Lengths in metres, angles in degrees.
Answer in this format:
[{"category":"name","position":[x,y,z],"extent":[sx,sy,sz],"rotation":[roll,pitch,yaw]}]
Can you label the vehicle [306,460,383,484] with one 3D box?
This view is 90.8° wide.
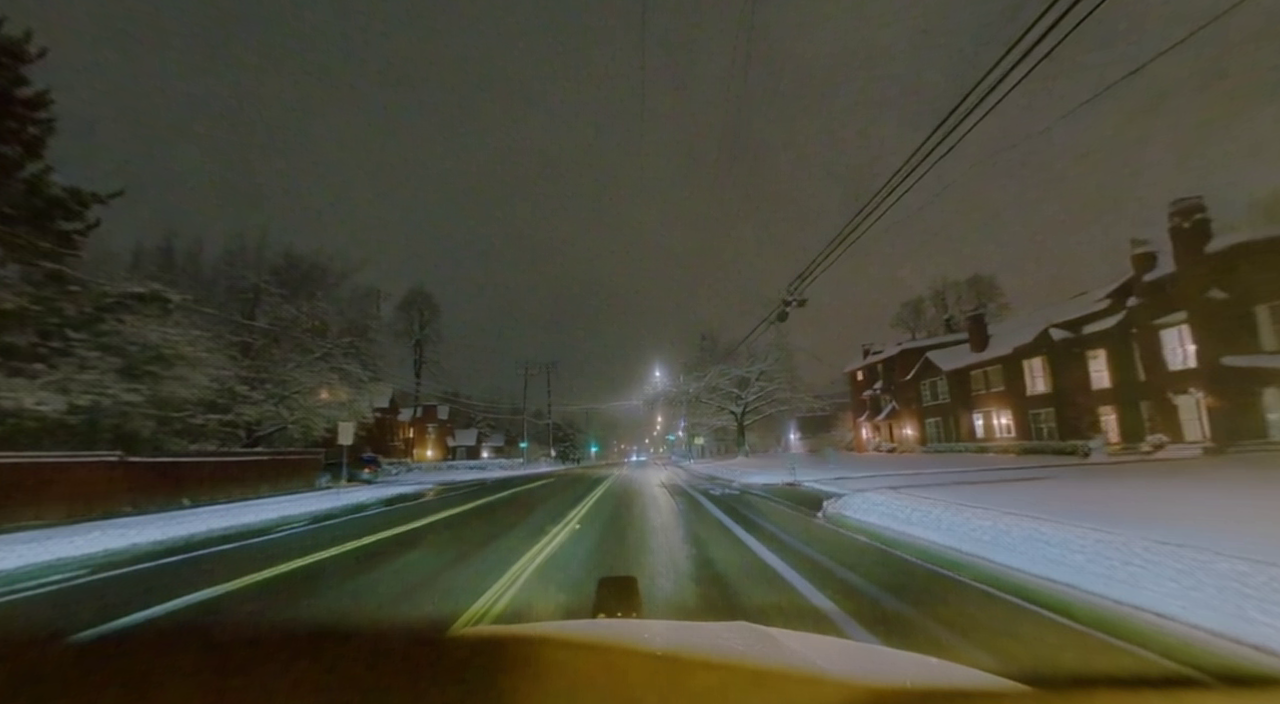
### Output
[{"category":"vehicle","position":[-19.243,7.812,41.217],"extent":[4.173,1.423,1.657],"rotation":[0,-9,3]}]
